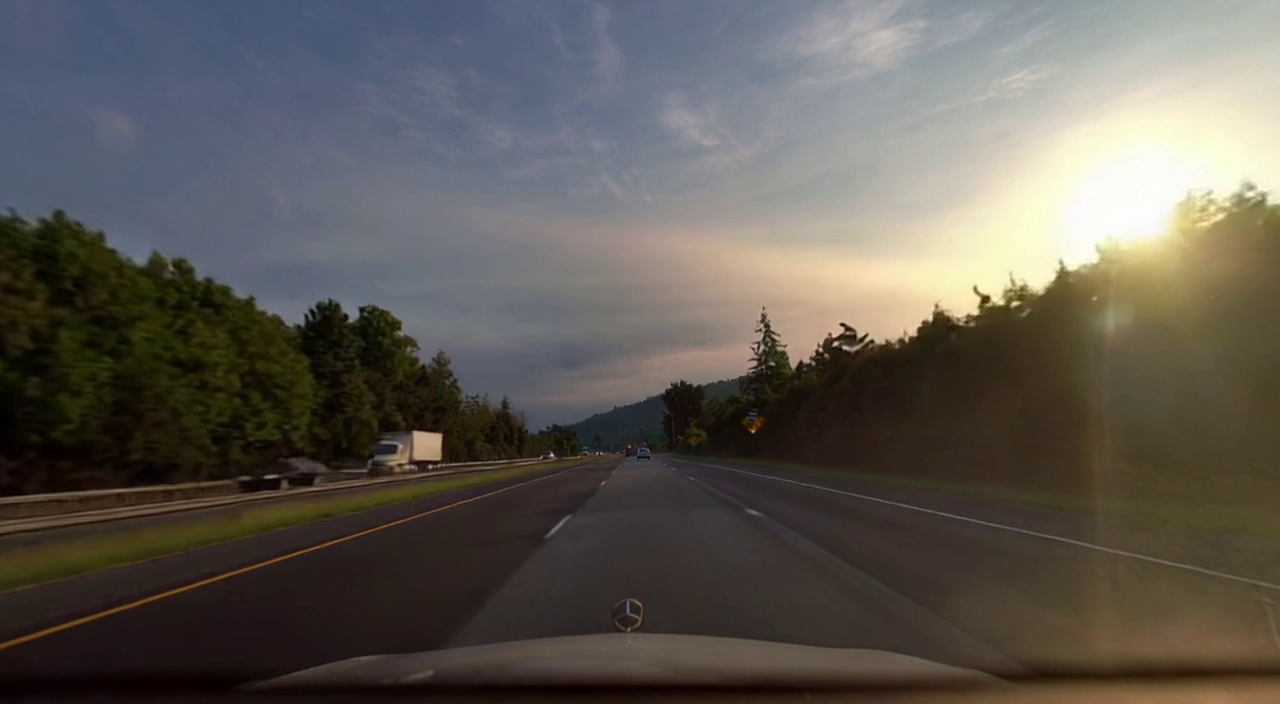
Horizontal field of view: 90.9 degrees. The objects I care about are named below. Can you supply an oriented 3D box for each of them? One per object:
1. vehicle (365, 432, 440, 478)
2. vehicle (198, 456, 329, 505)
[{"bbox_3d":[-16.883,7.353,45.433,2.536,3.058,7.355,0,-8,0],"label":"vehicle"},{"bbox_3d":[-12.977,4.414,22.115,1.820,1.458,4.466,0,-9,1],"label":"vehicle"}]
